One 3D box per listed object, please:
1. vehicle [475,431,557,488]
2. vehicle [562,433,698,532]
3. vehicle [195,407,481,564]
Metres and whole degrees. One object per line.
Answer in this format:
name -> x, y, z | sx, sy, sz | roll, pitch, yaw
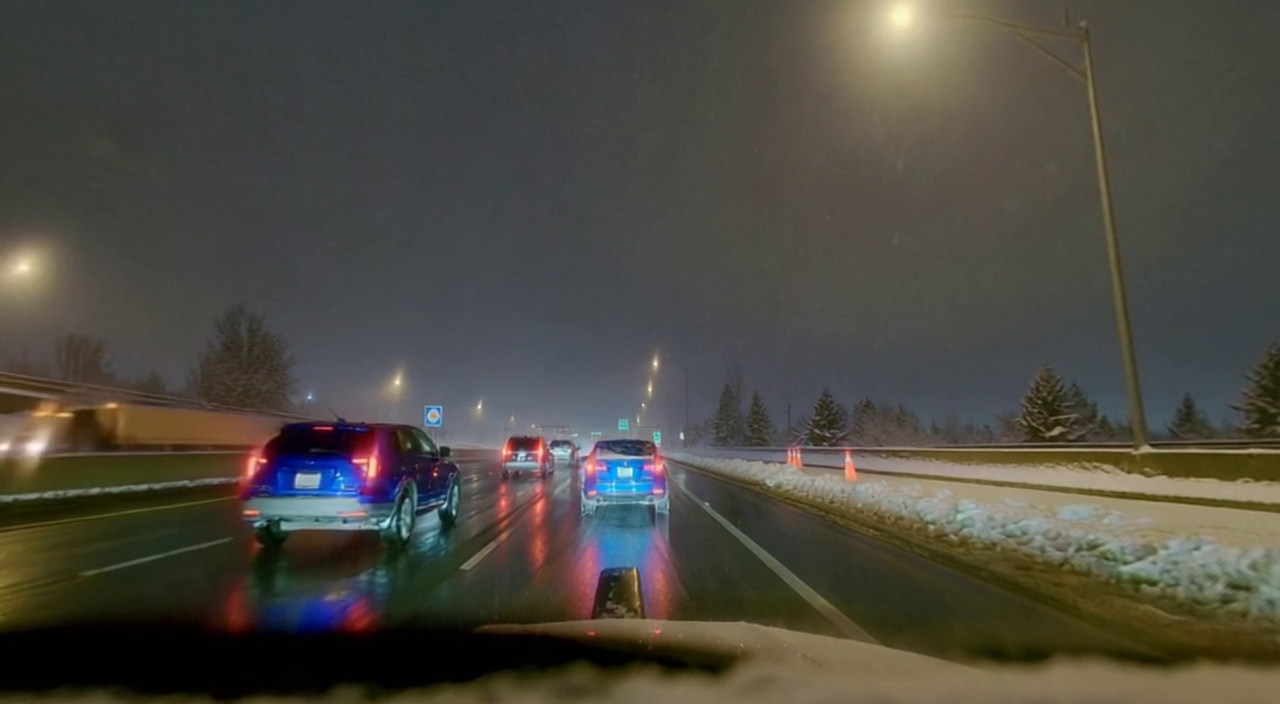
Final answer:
vehicle -> -4.097, 3.612, 21.532 | 1.982, 1.727, 4.057 | 0, -9, -1
vehicle -> -0.213, 2.294, 11.708 | 2.069, 1.484, 3.982 | 0, -9, -2
vehicle -> -3.834, 1.773, 9.029 | 2.025, 1.708, 4.089 | 0, -9, 0
